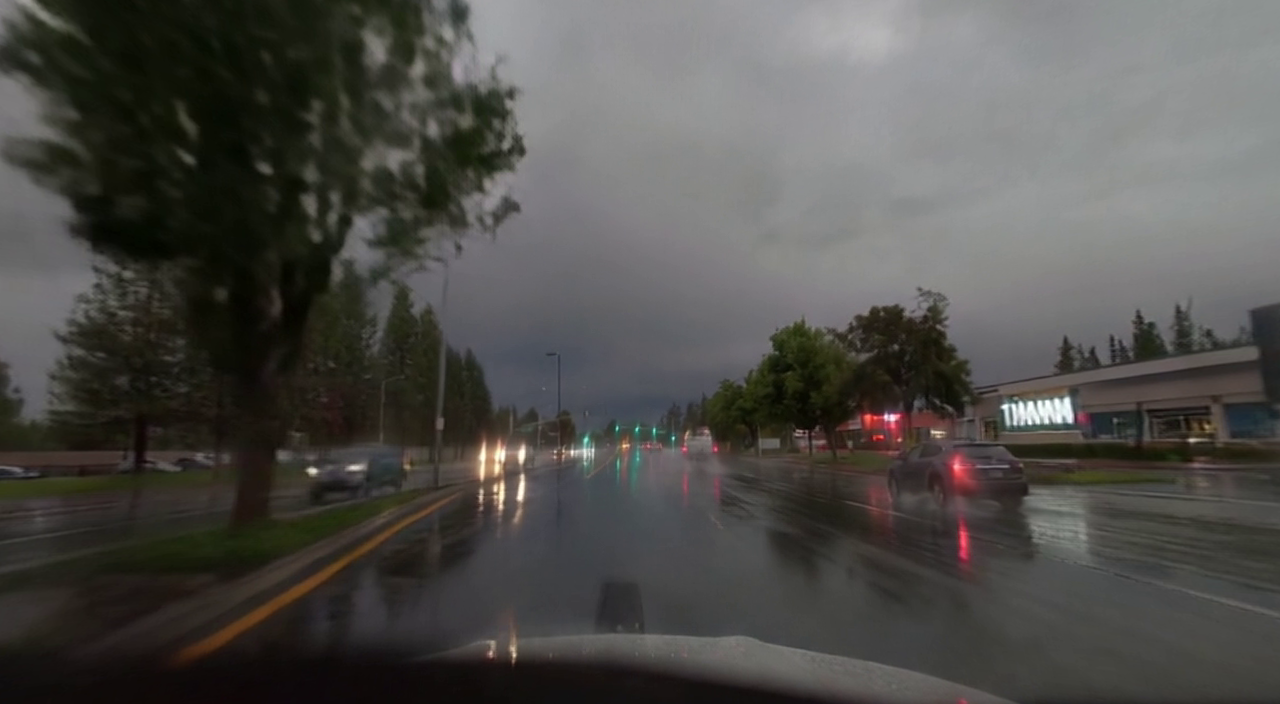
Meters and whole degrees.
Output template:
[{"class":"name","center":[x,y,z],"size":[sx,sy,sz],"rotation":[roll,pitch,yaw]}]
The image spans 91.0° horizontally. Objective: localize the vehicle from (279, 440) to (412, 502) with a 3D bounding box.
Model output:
[{"class":"vehicle","center":[-9.055,3.665,19.856],"size":[2.024,1.699,4.363],"rotation":[0,-9,0]}]

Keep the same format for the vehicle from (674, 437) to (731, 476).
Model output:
[{"class":"vehicle","center":[2.823,4.863,29.441],"size":[2.161,1.676,4.151],"rotation":[0,-9,-1]}]

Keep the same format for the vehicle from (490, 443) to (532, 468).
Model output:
[{"class":"vehicle","center":[-9.480,7.636,46.594],"size":[2.160,1.785,4.280],"rotation":[0,-9,0]}]

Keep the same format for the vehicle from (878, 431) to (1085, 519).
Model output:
[{"class":"vehicle","center":[6.770,2.467,13.122],"size":[1.886,1.528,4.169],"rotation":[0,-9,-2]}]

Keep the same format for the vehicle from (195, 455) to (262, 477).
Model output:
[{"class":"vehicle","center":[-28.777,7.977,44.038],"size":[3.453,1.405,1.745],"rotation":[0,-8,2]}]

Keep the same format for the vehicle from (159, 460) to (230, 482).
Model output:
[{"class":"vehicle","center":[-29.262,7.835,41.421],"size":[3.281,1.321,1.809],"rotation":[0,-8,2]}]

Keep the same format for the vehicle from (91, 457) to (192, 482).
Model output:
[{"class":"vehicle","center":[-30.375,7.140,38.401],"size":[4.598,1.447,1.772],"rotation":[0,-8,0]}]
